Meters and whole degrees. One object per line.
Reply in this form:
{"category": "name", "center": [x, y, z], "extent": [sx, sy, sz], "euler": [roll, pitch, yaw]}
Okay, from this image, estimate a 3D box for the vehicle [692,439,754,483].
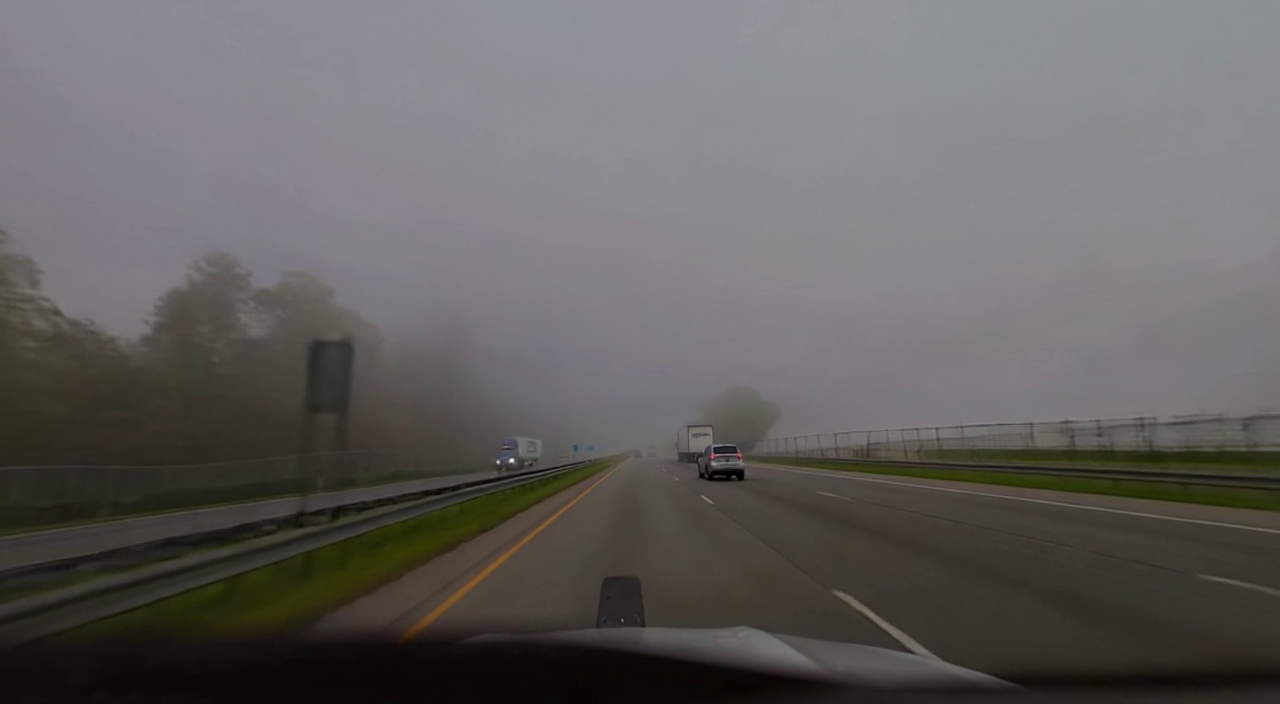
{"category": "vehicle", "center": [3.561, 4.791, 27.917], "extent": [2.093, 1.742, 4.167], "euler": [0, -9, -1]}
